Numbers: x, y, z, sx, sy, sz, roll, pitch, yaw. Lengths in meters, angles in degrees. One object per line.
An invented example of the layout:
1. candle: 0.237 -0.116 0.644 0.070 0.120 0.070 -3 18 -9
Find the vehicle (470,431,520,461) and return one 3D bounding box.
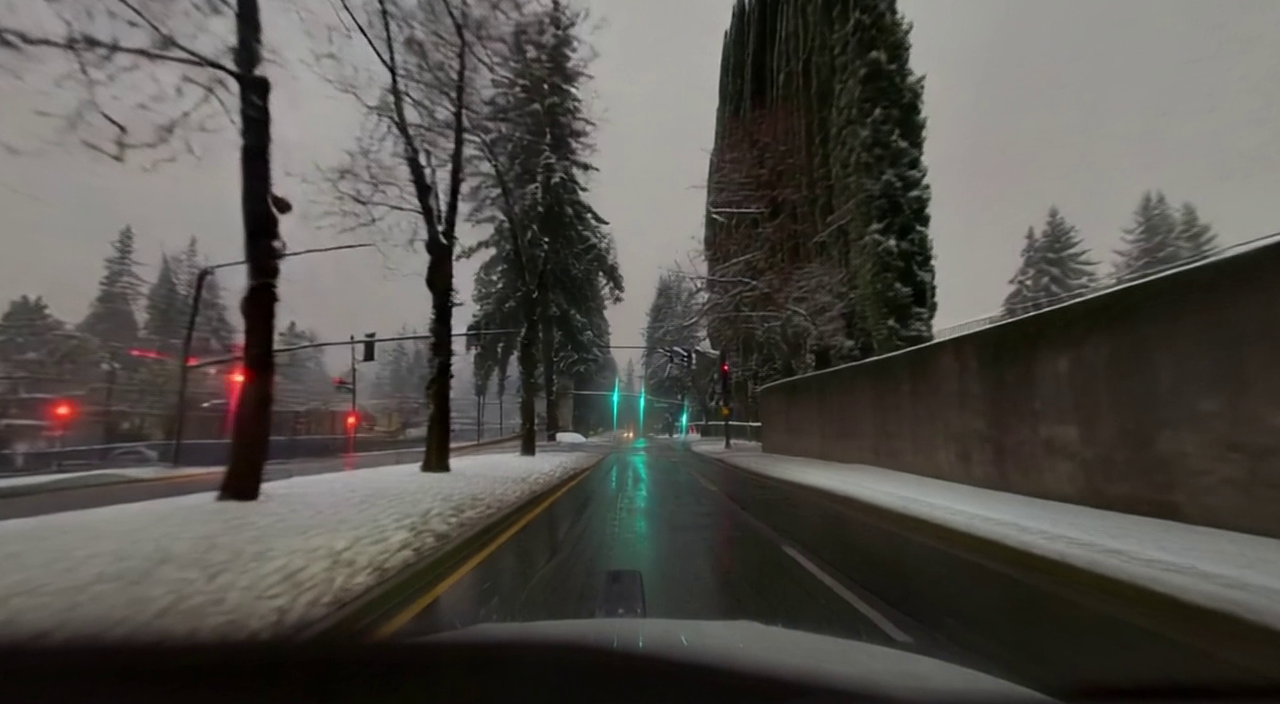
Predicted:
1. vehicle: -7.896 5.168 34.727 1.783 1.501 4.307 0 -8 -1
